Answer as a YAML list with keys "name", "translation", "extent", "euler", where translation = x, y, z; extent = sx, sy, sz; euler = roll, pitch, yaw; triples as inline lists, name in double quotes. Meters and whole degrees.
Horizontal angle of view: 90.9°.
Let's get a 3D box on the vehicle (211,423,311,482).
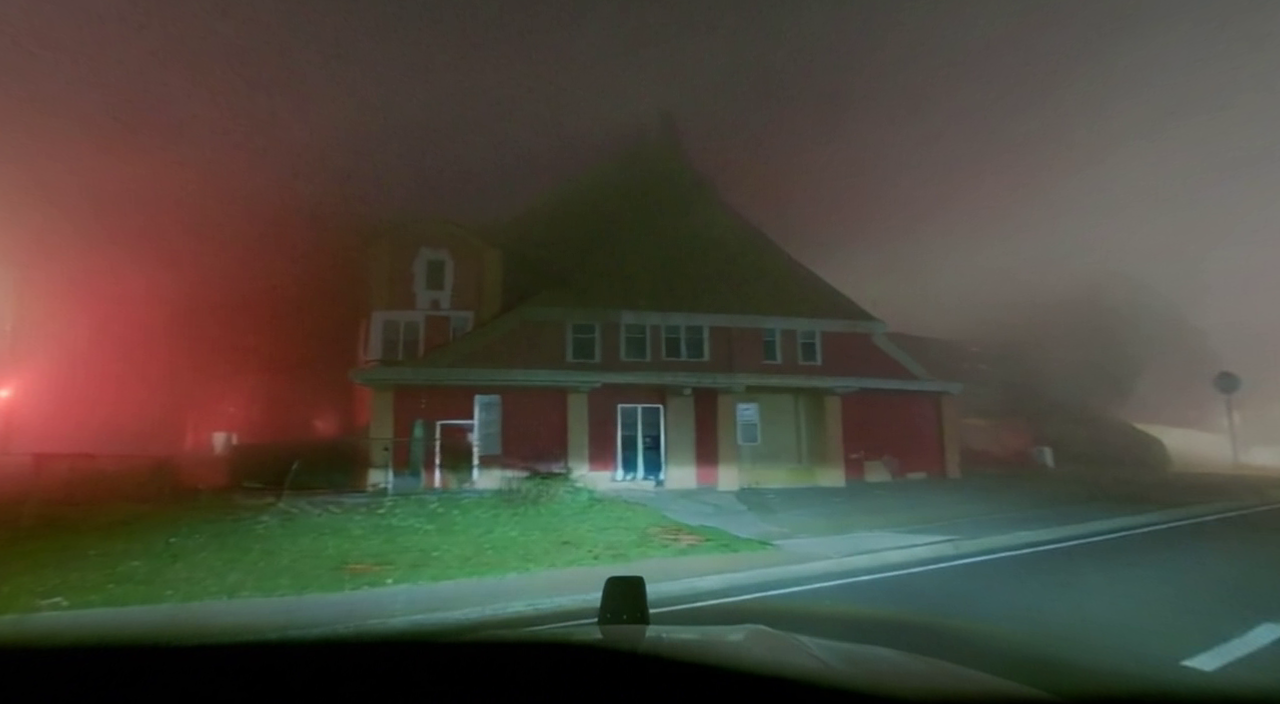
- name: "vehicle"
  translation: [-12.430, 3.217, 20.795]
  extent: [2.449, 1.666, 5.035]
  euler: [4, -8, -30]
